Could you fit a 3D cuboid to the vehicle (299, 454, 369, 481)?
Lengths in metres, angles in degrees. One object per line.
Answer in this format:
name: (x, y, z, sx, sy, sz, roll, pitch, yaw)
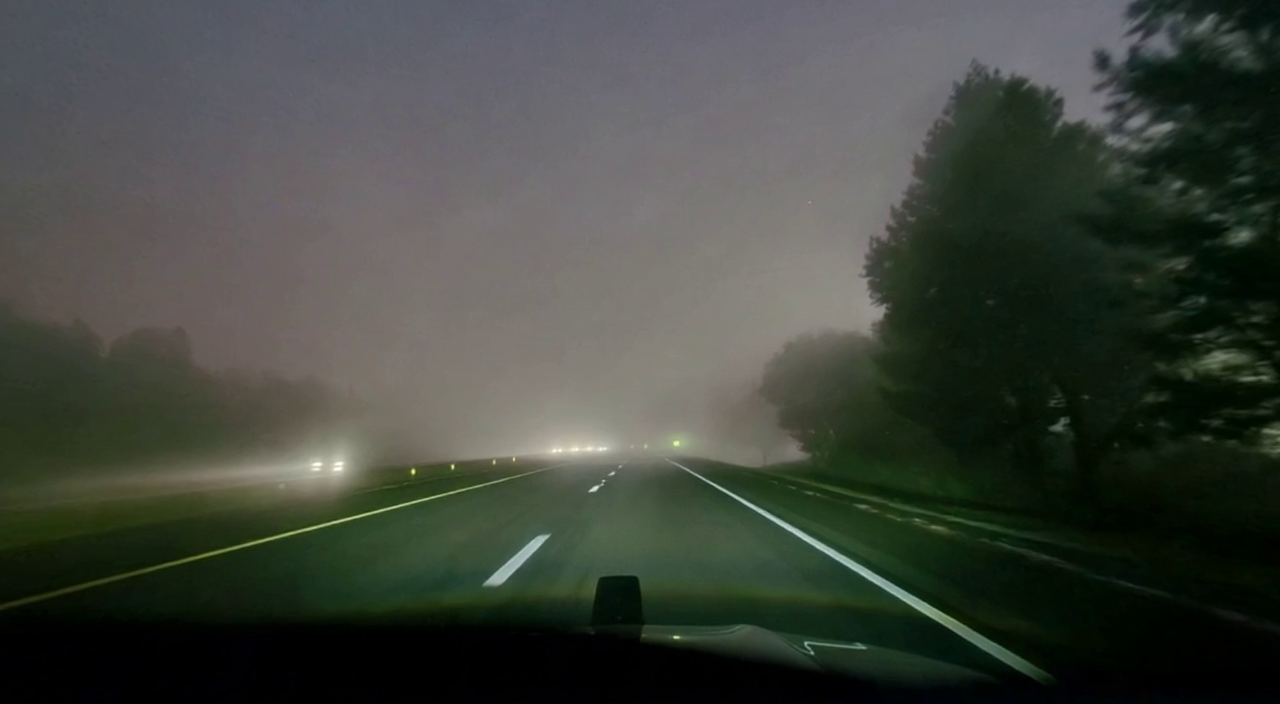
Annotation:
vehicle: (-19.044, 7.204, 39.435, 1.956, 1.520, 4.555, 0, -9, 1)
